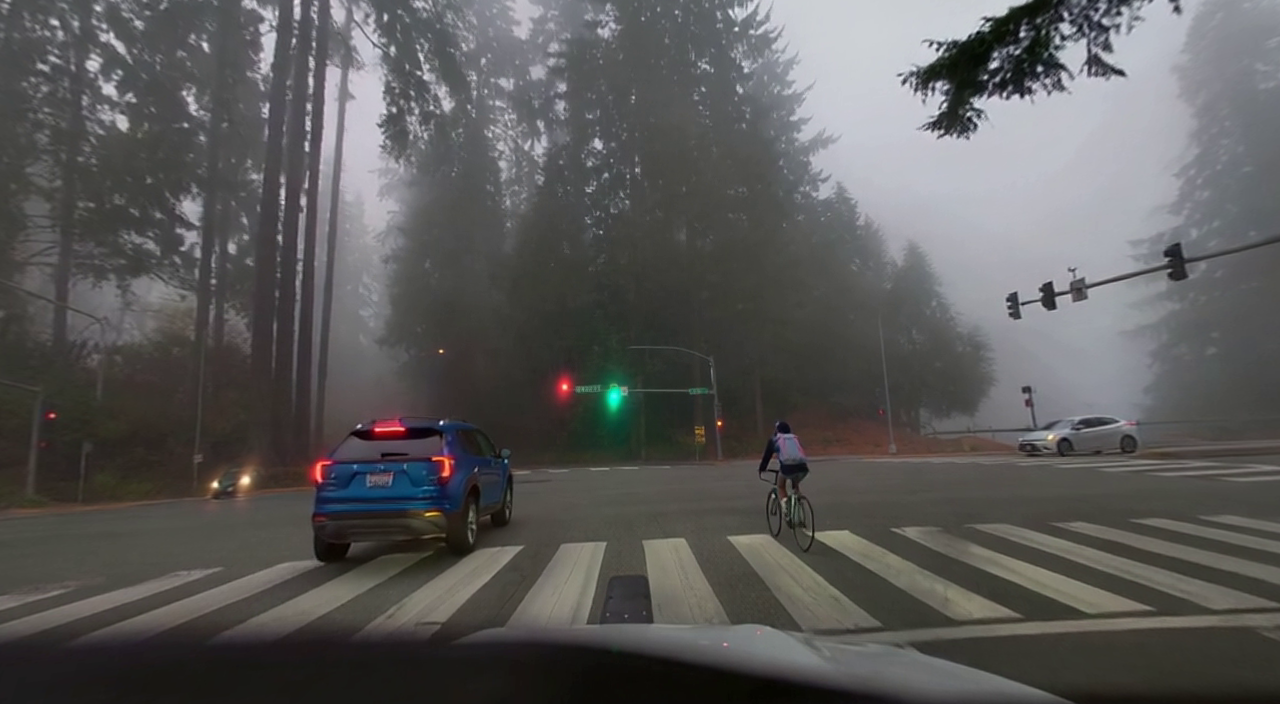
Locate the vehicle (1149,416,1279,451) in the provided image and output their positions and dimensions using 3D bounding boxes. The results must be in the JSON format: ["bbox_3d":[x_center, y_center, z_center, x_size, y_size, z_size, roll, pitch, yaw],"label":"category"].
[{"bbox_3d":[25.739,3.666,28.174,4.716,1.507,1.904,2,-9,-11],"label":"vehicle"}]

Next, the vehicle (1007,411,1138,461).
[{"bbox_3d":[18.571,3.643,27.179,4.237,1.948,1.997,-1,-9,-9],"label":"vehicle"}]

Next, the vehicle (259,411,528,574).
[{"bbox_3d":[-3.103,1.872,9.240,2.049,1.756,4.602,0,-8,0],"label":"vehicle"}]

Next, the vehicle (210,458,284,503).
[{"bbox_3d":[-15.357,4.952,24.787,2.171,1.474,4.513,5,-10,-30],"label":"vehicle"}]
